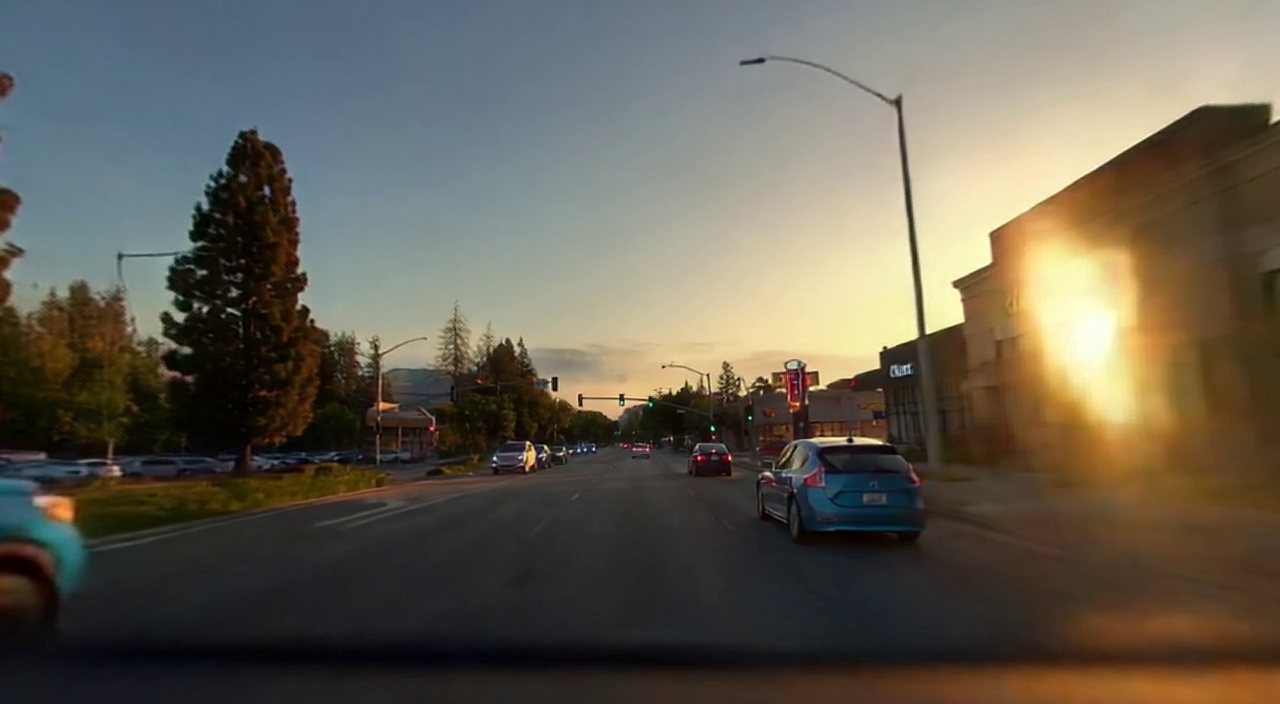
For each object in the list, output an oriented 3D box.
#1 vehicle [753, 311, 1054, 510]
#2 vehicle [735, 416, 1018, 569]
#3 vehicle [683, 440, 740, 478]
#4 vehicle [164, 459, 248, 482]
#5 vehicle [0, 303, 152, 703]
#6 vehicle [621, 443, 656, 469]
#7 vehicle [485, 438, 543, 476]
[{"bbox_3d":[6.923,2.400,21.454,2.899,4.154,16.592,0,-8,-1],"label":"vehicle"},{"bbox_3d":[2.875,1.845,9.146,2.174,1.596,4.779,0,-9,-1],"label":"vehicle"},{"bbox_3d":[2.987,4.555,27.088,1.842,1.480,4.155,0,-9,-2],"label":"vehicle"},{"bbox_3d":[-31.408,8.588,45.885,4.719,1.481,2.110,4,-9,-27],"label":"vehicle"},{"bbox_3d":[-4.101,0.531,1.280,2.368,2.037,5.319,1,-9,-6],"label":"vehicle"},{"bbox_3d":[-0.105,6.354,38.745,2.008,1.464,4.052,0,-9,-1],"label":"vehicle"},{"bbox_3d":[-6.517,5.468,33.228,2.136,1.837,4.669,0,-9,-1],"label":"vehicle"}]
